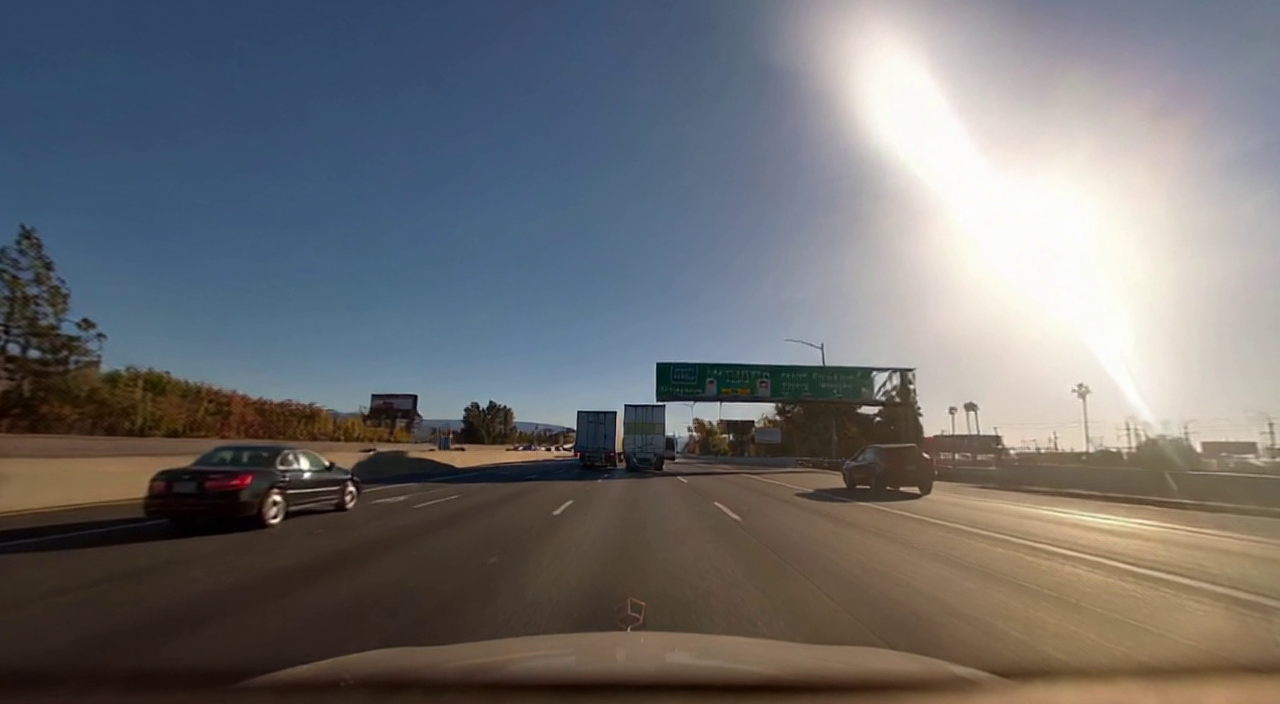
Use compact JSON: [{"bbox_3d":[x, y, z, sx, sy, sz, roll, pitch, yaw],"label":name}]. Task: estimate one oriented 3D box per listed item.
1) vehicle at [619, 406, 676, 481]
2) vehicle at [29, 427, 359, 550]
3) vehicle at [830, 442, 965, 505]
[{"bbox_3d":[0.365,5.460,39.359,3.054,3.944,11.230,0,-6,0],"label":"vehicle"},{"bbox_3d":[-6.720,2.081,10.399,1.992,1.547,4.673,0,-8,1],"label":"vehicle"},{"bbox_3d":[7.121,3.374,18.024,1.969,1.560,4.394,0,-8,0],"label":"vehicle"}]
